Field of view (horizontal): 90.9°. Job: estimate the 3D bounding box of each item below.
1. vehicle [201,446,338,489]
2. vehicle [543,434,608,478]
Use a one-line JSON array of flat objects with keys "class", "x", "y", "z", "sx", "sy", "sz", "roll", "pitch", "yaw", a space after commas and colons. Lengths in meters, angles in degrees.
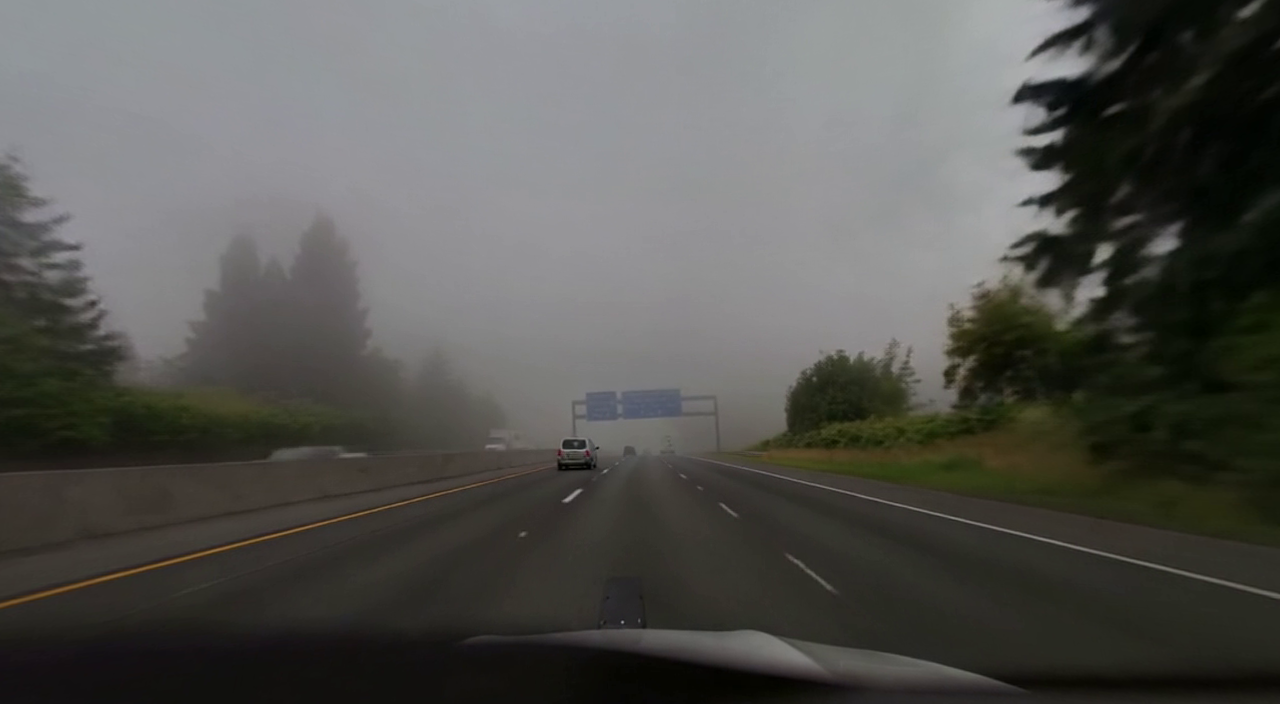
[{"class": "vehicle", "x": -15.575, "y": 4.855, "z": 27.082, "sx": 1.988, "sy": 1.630, "sz": 6.400, "roll": 0, "pitch": -9, "yaw": 0}, {"class": "vehicle", "x": -2.578, "y": 4.317, "z": 26.295, "sx": 2.183, "sy": 1.662, "sz": 3.968, "roll": 0, "pitch": -9, "yaw": 1}]
